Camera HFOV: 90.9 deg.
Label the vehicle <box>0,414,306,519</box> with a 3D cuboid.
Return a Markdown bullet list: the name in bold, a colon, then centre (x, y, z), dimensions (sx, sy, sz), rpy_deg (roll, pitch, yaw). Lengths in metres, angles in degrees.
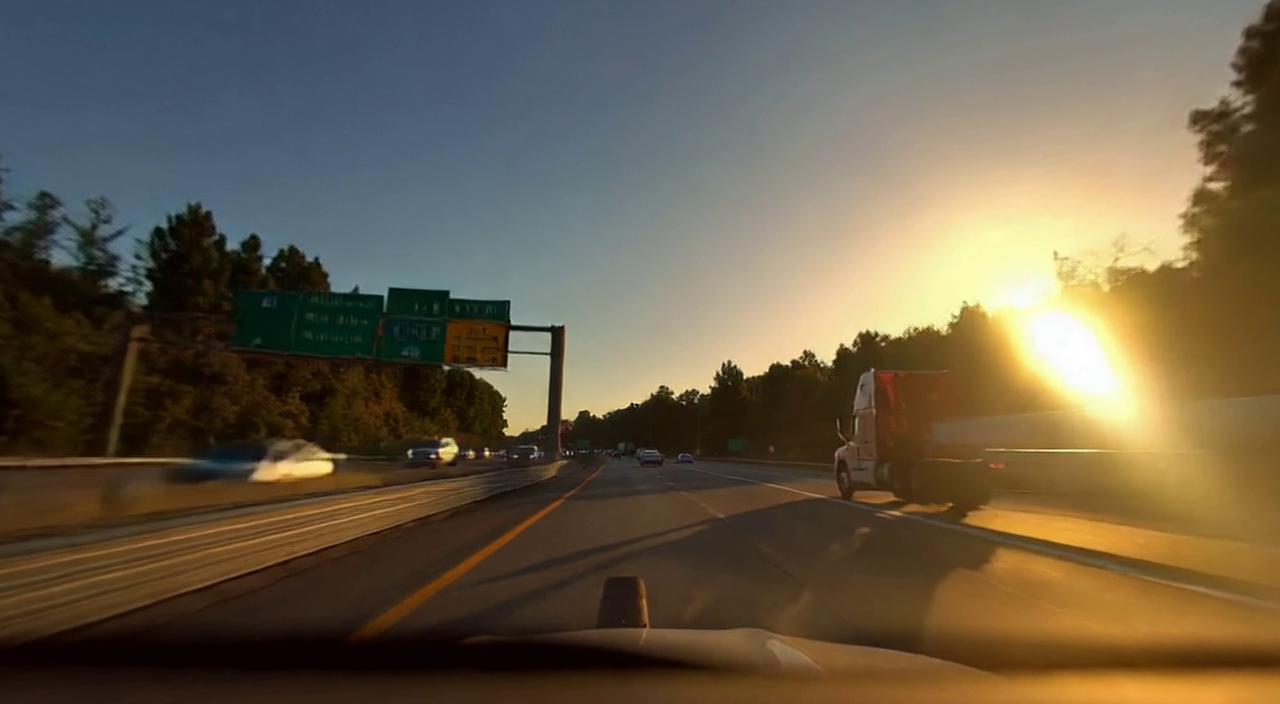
- **vehicle**: centre (-8.280, 2.007, 11.412), dimensions (1.932, 1.501, 4.607), rpy_deg (0, -9, -1)

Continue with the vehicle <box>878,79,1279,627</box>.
- **vehicle**: centre (6.210, 0.180, 5.760), dimensions (2.890, 4.006, 14.039), rpy_deg (0, -9, 1)

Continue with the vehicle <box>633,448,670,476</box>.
- **vehicle**: centre (0.687, 6.751, 38.882), dimensions (2.111, 1.599, 3.859), rpy_deg (0, -9, 0)

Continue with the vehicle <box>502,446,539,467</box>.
- **vehicle**: centre (-9.099, 7.977, 48.385), dimensions (1.943, 1.521, 4.628), rpy_deg (0, -9, -1)

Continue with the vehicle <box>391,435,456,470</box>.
- **vehicle**: centre (-12.646, 5.920, 37.166), dimensions (2.026, 1.875, 5.341), rpy_deg (0, -9, -1)
